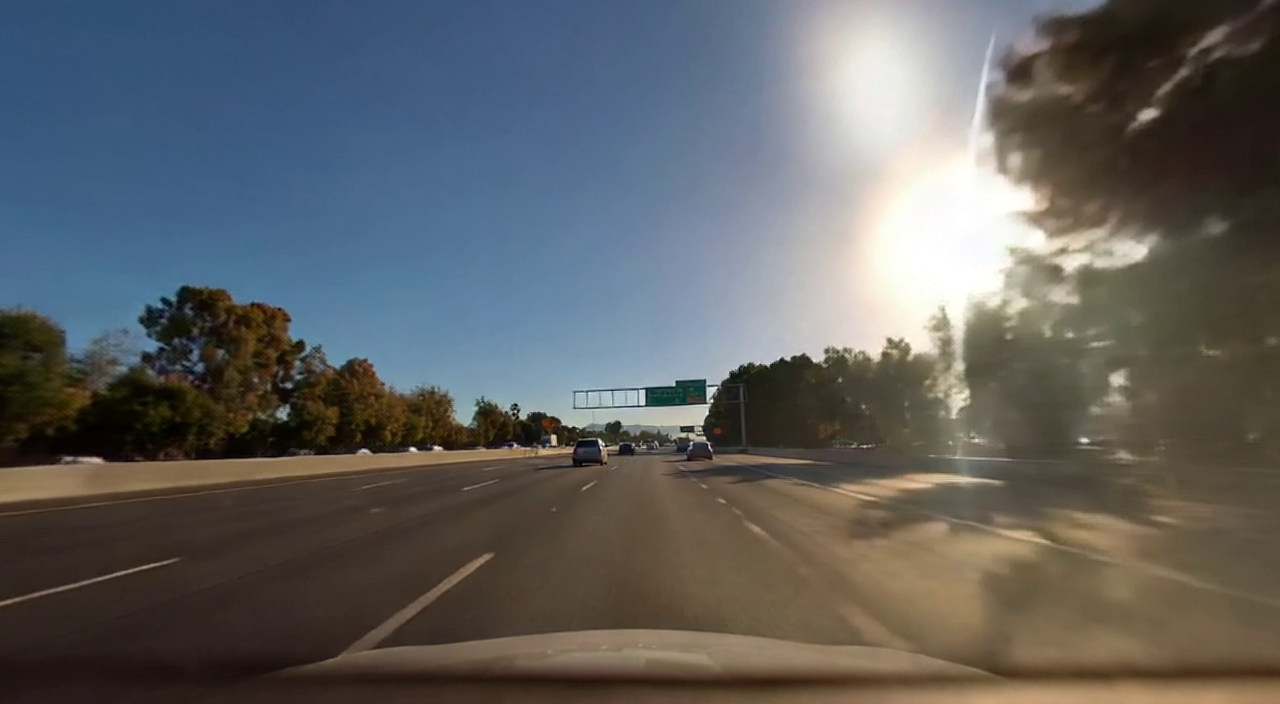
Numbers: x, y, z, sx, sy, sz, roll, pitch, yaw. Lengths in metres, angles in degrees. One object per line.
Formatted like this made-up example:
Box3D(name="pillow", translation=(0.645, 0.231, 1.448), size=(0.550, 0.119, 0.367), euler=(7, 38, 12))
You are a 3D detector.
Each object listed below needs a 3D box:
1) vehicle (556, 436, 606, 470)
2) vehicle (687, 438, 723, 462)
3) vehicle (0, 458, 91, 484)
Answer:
Box3D(name="vehicle", translation=(-3.168, 5.556, 34.926), size=(2.196, 1.733, 4.355), euler=(-1, -8, 2))
Box3D(name="vehicle", translation=(4.843, 7.419, 47.900), size=(2.229, 1.704, 4.392), euler=(0, -8, 0))
Box3D(name="vehicle", translation=(-34.406, 6.880, 36.604), size=(1.816, 1.357, 3.577), euler=(0, -8, 1))
